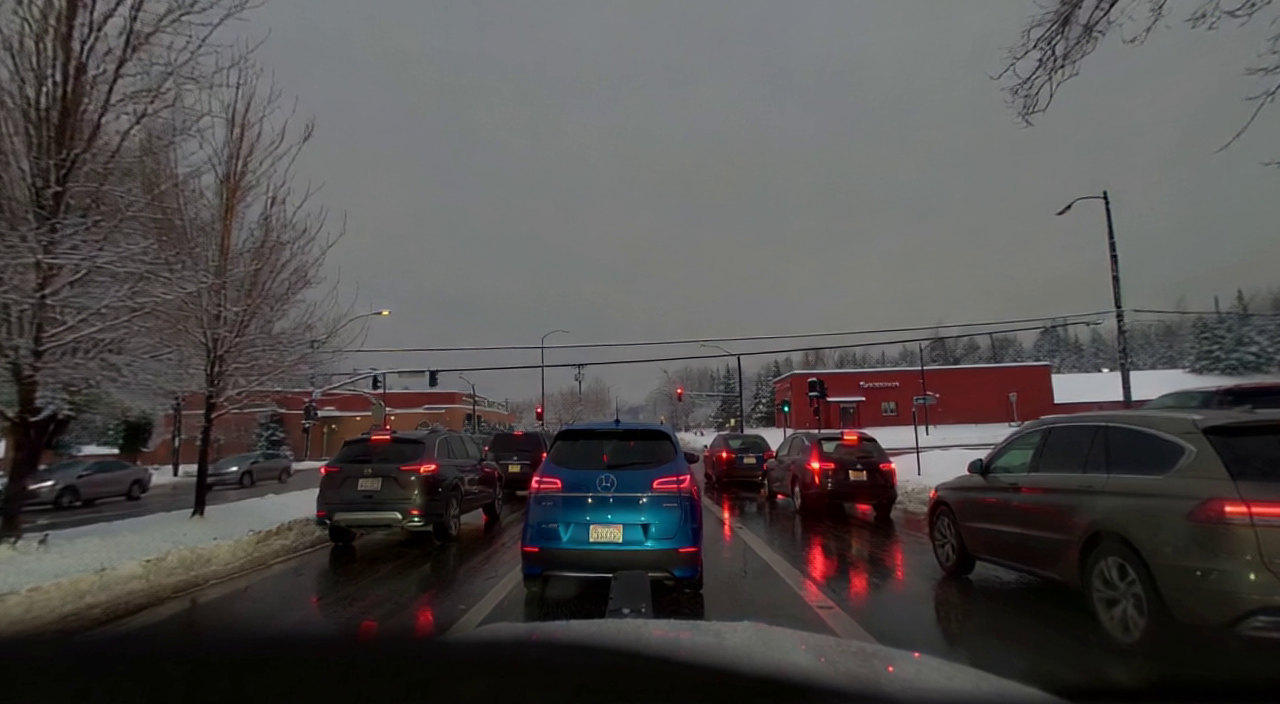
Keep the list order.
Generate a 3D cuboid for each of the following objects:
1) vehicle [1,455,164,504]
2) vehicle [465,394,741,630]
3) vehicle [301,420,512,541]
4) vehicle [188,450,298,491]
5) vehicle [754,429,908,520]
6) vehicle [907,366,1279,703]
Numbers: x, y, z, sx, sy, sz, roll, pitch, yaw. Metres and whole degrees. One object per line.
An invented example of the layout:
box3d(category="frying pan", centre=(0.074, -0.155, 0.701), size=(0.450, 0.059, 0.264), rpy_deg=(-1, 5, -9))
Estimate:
box3d(category="vehicle", centre=(-19.825, 4.529, 22.764), size=(1.821, 1.503, 4.384), rpy_deg=(0, -8, 1))
box3d(category="vehicle", centre=(-0.159, 1.469, 6.733), size=(2.022, 1.700, 4.084), rpy_deg=(0, -8, 3))
box3d(category="vehicle", centre=(-3.758, 2.145, 11.165), size=(2.012, 1.701, 4.316), rpy_deg=(0, -8, 1))
box3d(category="vehicle", centre=(-15.716, 4.688, 25.233), size=(1.774, 1.468, 3.863), rpy_deg=(0, -8, 1))
box3d(category="vehicle", centre=(3.681, 2.424, 12.964), size=(1.847, 1.554, 3.885), rpy_deg=(0, -8, -2))
box3d(category="vehicle", centre=(4.154, 1.262, 5.385), size=(2.014, 1.740, 4.515), rpy_deg=(0, -8, 4))
